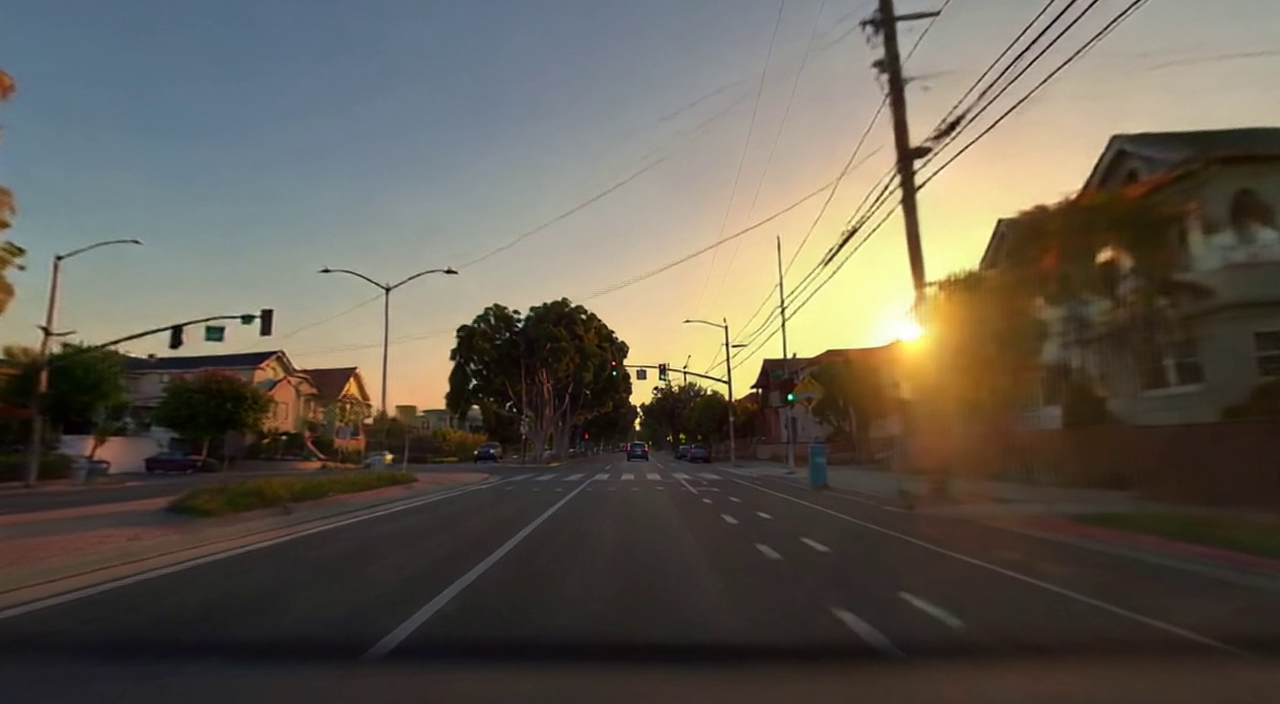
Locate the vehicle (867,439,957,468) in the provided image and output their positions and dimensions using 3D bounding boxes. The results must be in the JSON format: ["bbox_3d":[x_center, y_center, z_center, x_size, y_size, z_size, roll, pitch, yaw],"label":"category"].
[{"bbox_3d":[16.822,6.301,39.208,4.561,1.723,2.030,1,-9,-5],"label":"vehicle"}]
